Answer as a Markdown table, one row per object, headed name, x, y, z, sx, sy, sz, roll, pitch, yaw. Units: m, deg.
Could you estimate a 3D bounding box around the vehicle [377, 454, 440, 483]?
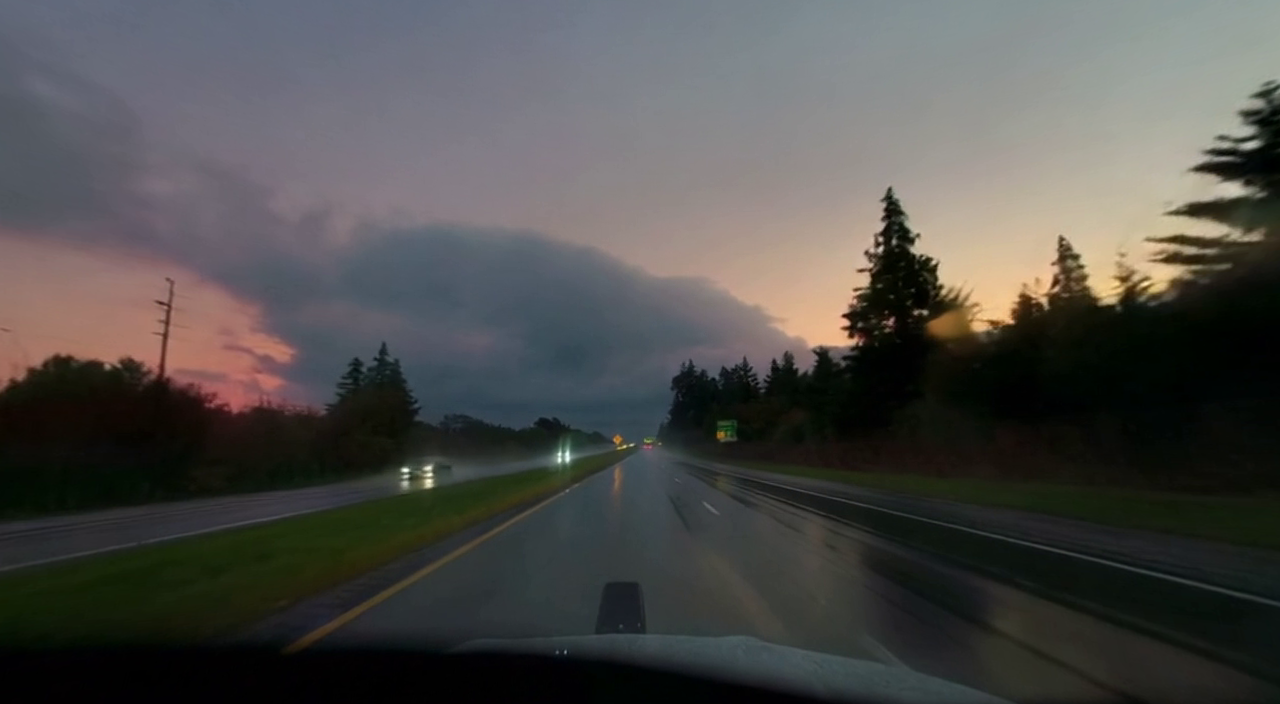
| name | x | y | z | sx | sy | sz | roll | pitch | yaw |
| --- | --- | --- | --- | --- | --- | --- | --- | --- | --- |
| vehicle | -12.962 | 6.540 | 35.652 | 1.848 | 1.445 | 4.412 | 0 | -9 | 1 |
